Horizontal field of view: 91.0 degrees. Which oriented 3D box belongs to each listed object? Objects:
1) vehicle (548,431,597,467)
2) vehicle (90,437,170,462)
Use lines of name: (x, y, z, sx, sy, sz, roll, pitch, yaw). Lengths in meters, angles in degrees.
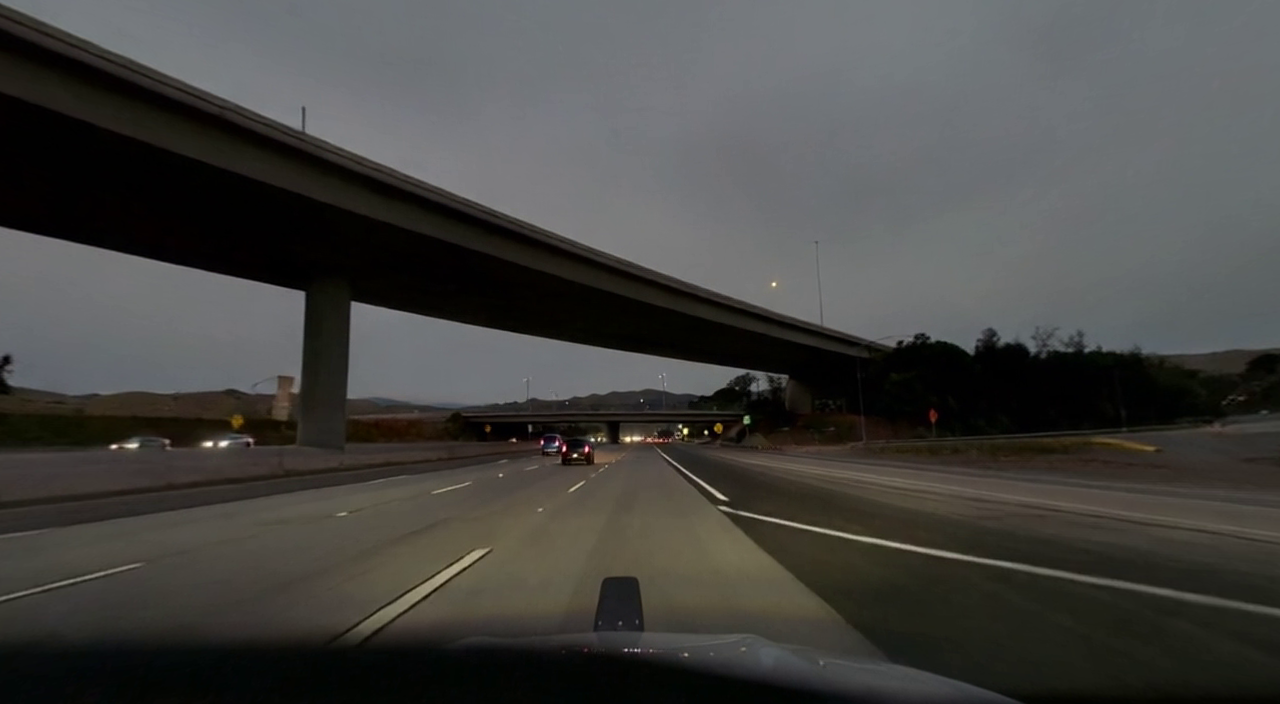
vehicle: (-3.696, 5.465, 35.579, 2.144, 1.847, 4.850, -1, -8, 1)
vehicle: (-34.144, 6.525, 42.302, 1.753, 1.537, 4.193, -1, -8, 2)
